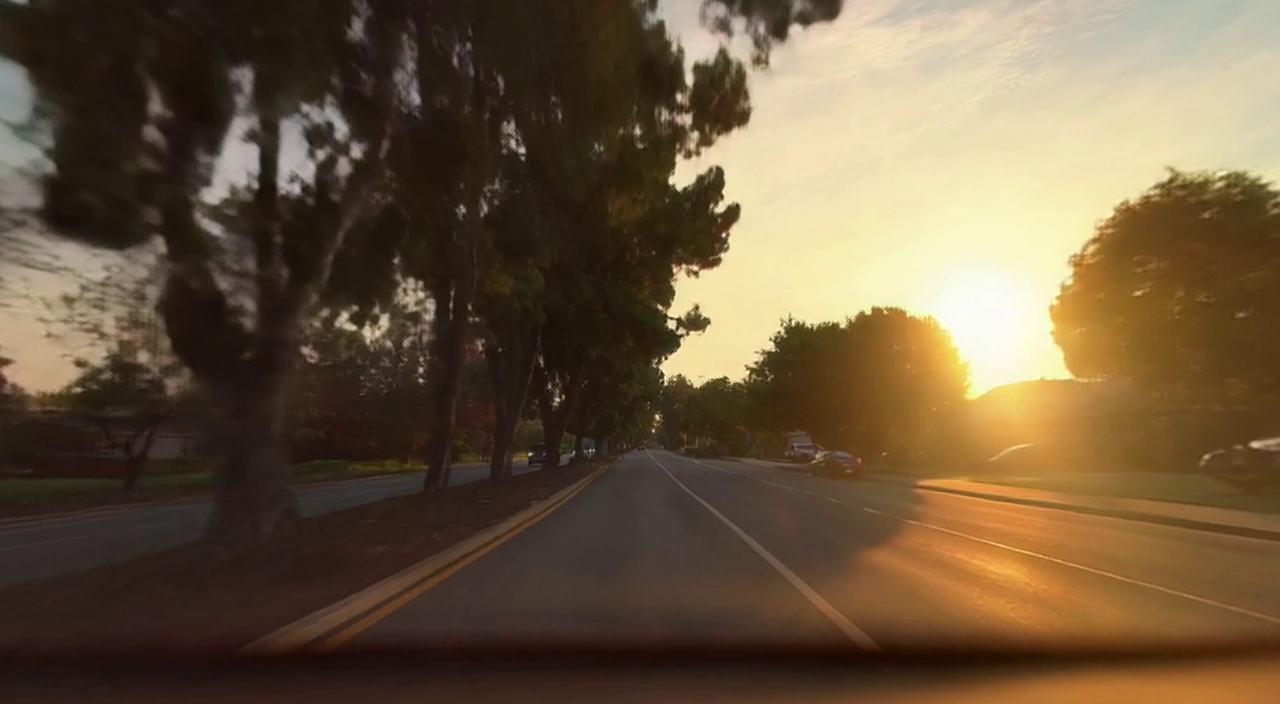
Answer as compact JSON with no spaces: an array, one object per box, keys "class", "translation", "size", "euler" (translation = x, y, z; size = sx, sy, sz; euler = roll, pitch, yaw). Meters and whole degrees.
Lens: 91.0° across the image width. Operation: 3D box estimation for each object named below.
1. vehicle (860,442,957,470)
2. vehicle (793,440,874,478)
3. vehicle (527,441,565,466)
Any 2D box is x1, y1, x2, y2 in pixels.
[{"class":"vehicle","translation":[15.334,5.935,36.139],"size":[4.644,1.542,2.095],"euler":[0,-8,1]},{"class":"vehicle","translation":[8.332,4.647,27.549],"size":[1.940,1.516,4.319],"euler":[0,-8,-3]},{"class":"vehicle","translation":[-7.228,7.805,48.715],"size":[2.019,1.819,4.897],"euler":[0,-8,2]}]
